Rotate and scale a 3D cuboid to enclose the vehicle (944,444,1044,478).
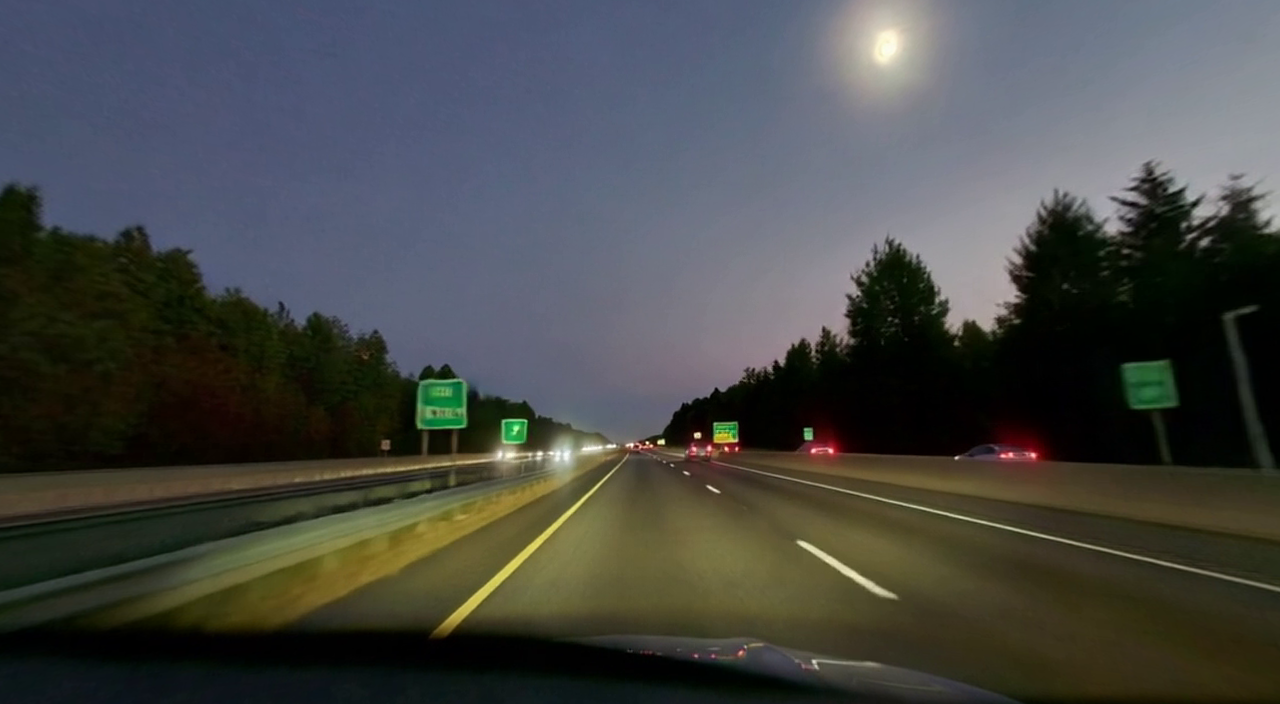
[{"bbox_3d":[15.379,4.750,27.623,1.926,1.386,3.719,1,-9,-6],"label":"vehicle"}]
